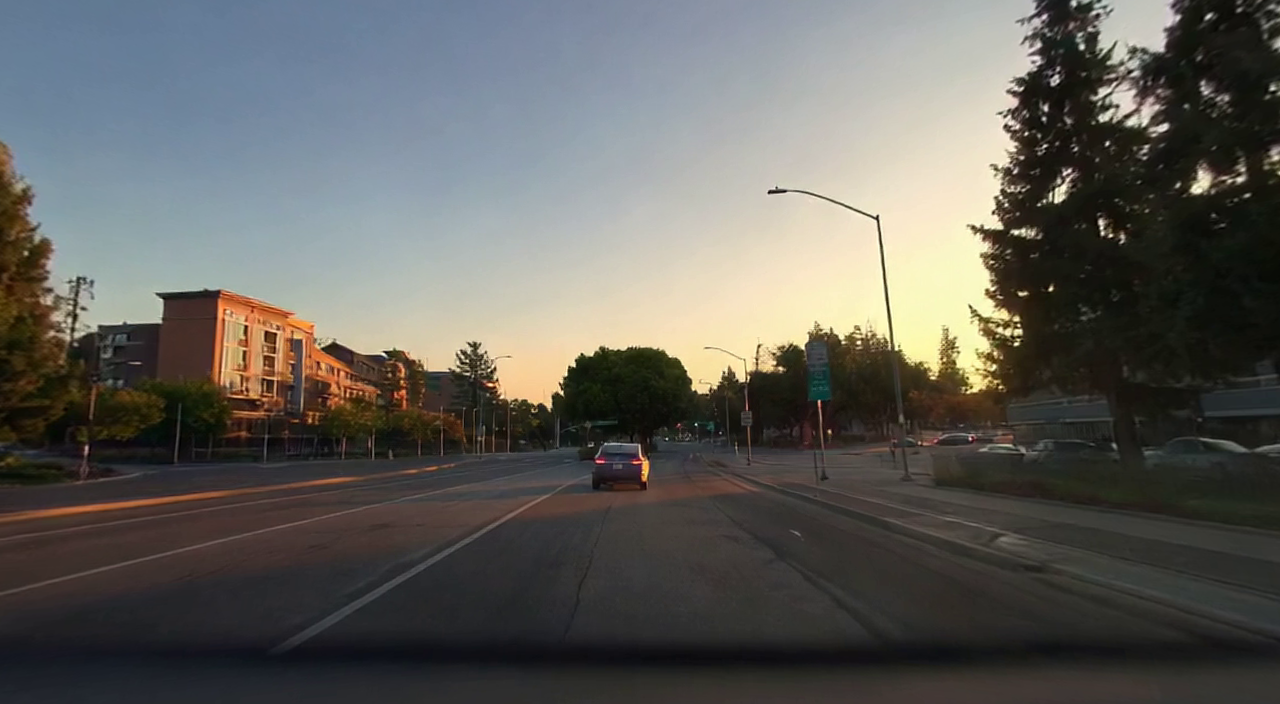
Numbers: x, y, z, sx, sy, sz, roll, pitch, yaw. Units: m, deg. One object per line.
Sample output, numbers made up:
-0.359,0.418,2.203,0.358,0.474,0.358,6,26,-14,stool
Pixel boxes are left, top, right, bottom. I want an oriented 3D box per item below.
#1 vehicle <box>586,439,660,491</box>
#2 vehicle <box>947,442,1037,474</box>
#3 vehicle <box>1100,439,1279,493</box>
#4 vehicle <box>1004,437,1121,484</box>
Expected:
-0.450,3.571,20.334,2.133,1.481,4.276,0,-9,1,vehicle
17.512,5.294,31.738,1.857,1.441,4.721,0,-9,1,vehicle
17.420,3.572,20.180,1.774,1.480,4.757,0,-9,-1,vehicle
17.420,4.434,26.355,1.942,1.690,4.453,-3,-8,4,vehicle
